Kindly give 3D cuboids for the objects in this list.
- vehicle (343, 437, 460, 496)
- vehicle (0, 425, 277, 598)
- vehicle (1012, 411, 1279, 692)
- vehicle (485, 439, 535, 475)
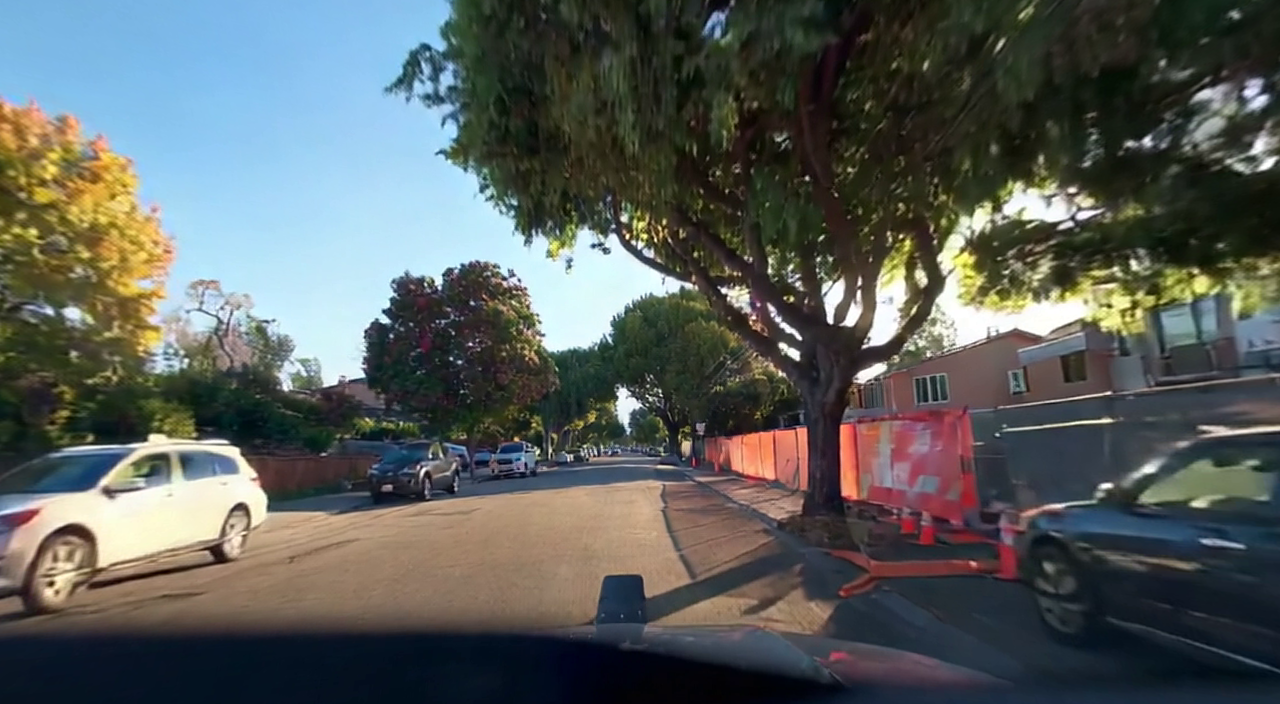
[{"bbox_3d":[-7.714,3.733,21.001,2.019,1.723,4.650,0,-9,1],"label":"vehicle"},{"bbox_3d":[-6.843,1.792,7.870,1.934,1.552,4.636,2,-10,-2],"label":"vehicle"},{"bbox_3d":[4.520,1.126,3.640,2.052,1.514,4.577,0,-9,1],"label":"vehicle"},{"bbox_3d":[-6.843,5.603,33.642,1.932,1.743,4.079,-2,-9,-2],"label":"vehicle"}]
